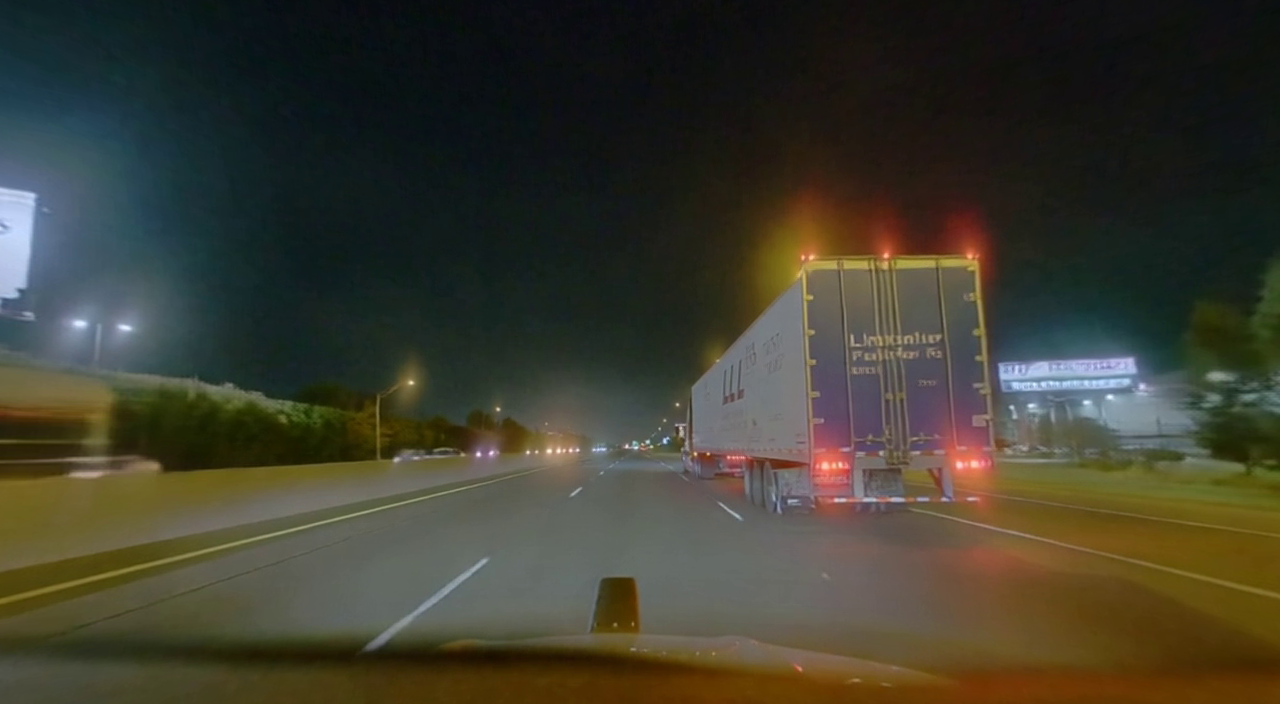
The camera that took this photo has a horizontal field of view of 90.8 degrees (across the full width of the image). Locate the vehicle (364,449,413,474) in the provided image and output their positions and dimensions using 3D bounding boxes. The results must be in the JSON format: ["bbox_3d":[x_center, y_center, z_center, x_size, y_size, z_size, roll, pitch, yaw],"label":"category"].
[{"bbox_3d":[-14.852,6.460,37.499,1.559,1.345,3.270,0,-9,0],"label":"vehicle"}]

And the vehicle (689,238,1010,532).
[{"bbox_3d":[3.706,1.691,17.893,2.891,4.387,17.121,0,-9,-1],"label":"vehicle"}]

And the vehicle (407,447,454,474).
[{"bbox_3d":[-11.085,5.728,33.570,1.423,1.311,3.159,0,-9,0],"label":"vehicle"}]
